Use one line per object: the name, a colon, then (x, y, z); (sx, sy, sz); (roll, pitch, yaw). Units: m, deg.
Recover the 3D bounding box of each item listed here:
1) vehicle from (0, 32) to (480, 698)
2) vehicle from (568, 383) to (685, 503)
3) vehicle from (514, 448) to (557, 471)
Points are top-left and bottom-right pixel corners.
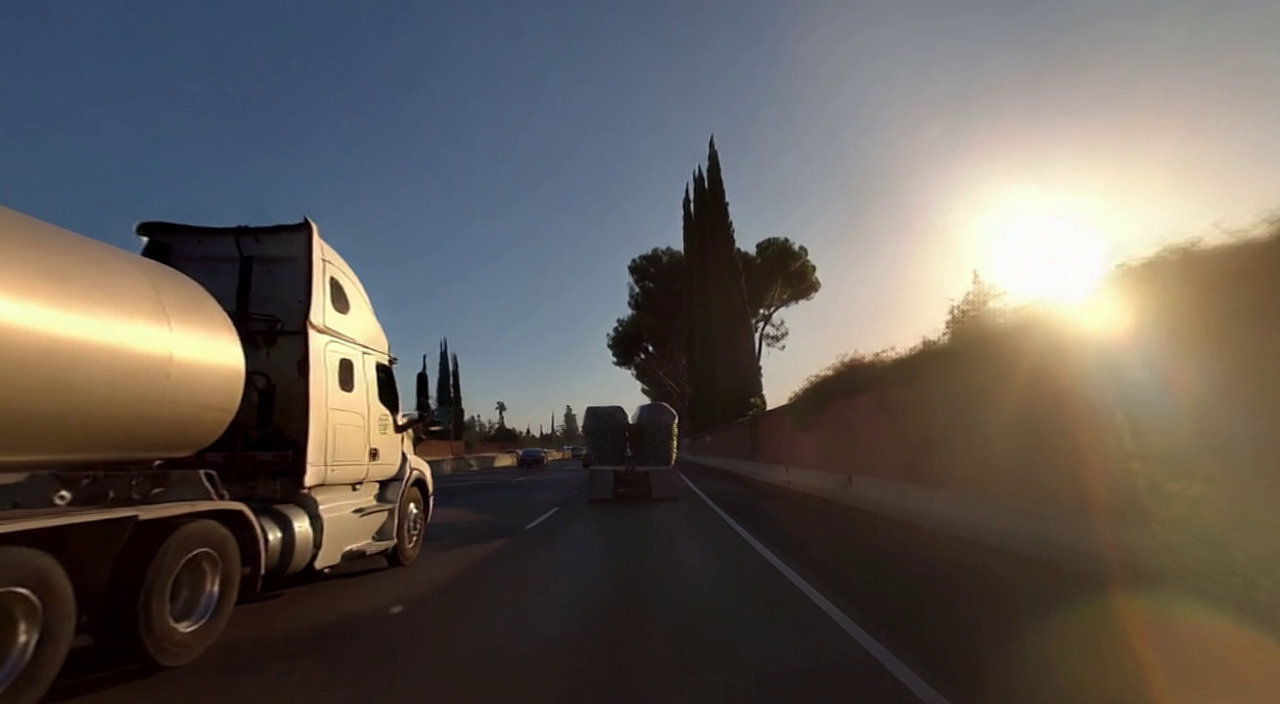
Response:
vehicle: (-4.053, 0.362, 6.657); (2.998, 3.992, 5.800); (0, -8, 2)
vehicle: (-0.800, 2.980, 20.687); (2.798, 3.071, 8.412); (1, -9, -8)
vehicle: (-7.005, 7.266, 42.771); (2.006, 1.458, 4.700); (0, -8, 2)
